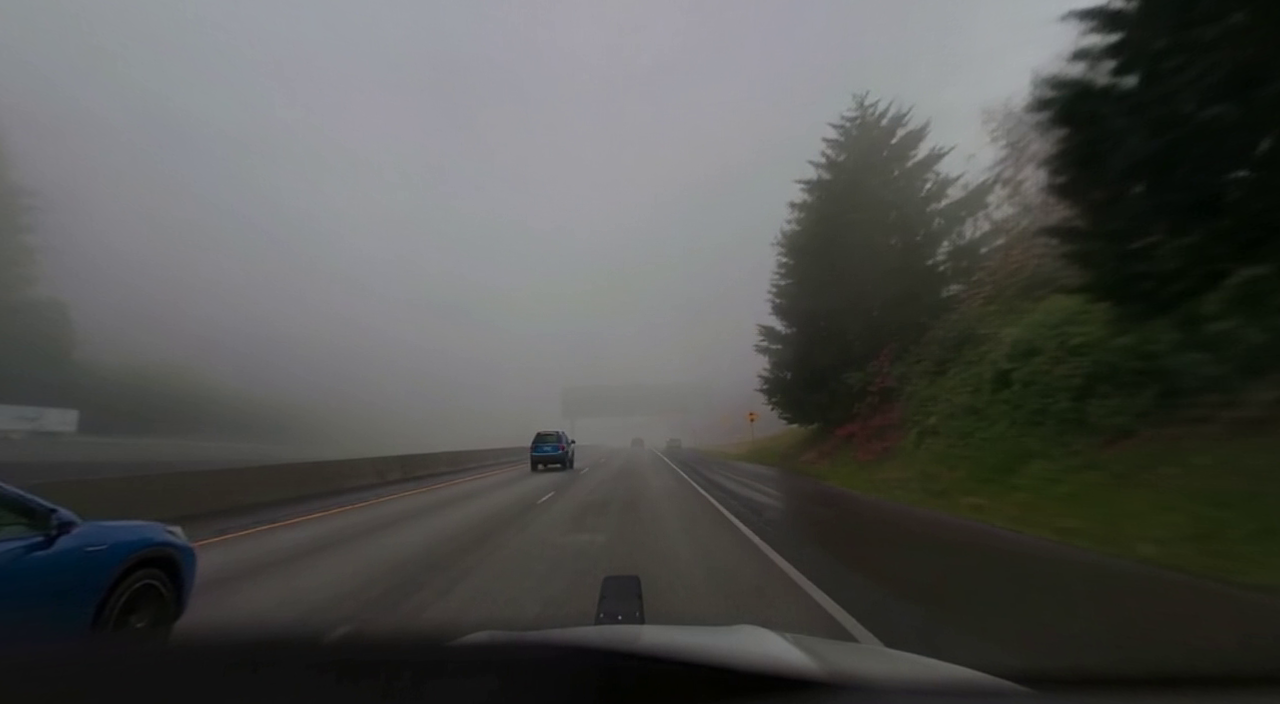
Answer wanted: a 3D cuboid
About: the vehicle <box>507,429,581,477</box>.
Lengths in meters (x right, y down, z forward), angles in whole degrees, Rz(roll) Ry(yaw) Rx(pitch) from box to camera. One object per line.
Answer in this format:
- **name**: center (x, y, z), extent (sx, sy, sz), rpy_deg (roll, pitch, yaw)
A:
- **vehicle**: center (-3.618, 3.883, 24.466), extent (2.125, 1.662, 4.336), rpy_deg (-1, -8, 1)
